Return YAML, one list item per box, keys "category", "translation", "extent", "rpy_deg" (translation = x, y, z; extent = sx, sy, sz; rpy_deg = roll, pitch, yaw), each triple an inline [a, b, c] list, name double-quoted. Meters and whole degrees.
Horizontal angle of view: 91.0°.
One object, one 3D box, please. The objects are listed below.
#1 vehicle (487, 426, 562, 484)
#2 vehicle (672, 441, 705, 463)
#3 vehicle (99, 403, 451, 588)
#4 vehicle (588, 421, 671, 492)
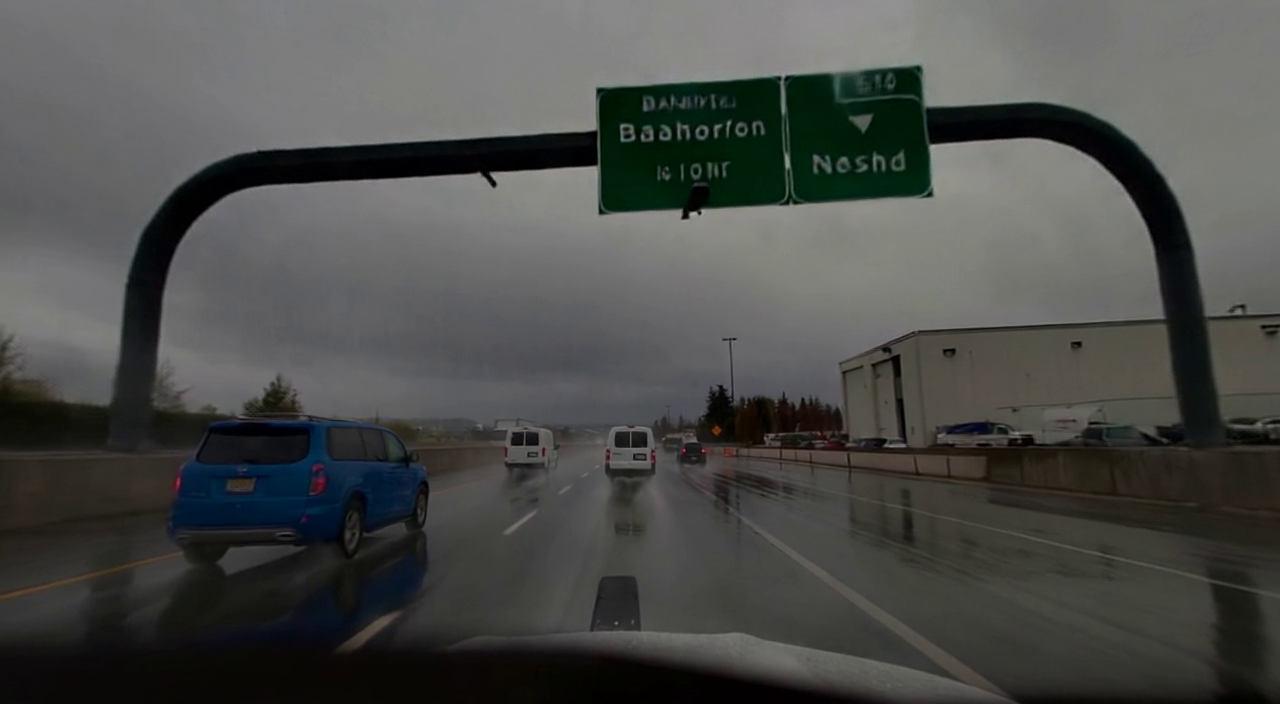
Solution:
- category: "vehicle"
  translation: [-4.169, 3.781, 23.445]
  extent: [2.038, 1.936, 4.300]
  rpy_deg: [0, -8, -1]
- category: "vehicle"
  translation: [3.503, 7.299, 46.219]
  extent: [1.999, 1.494, 3.833]
  rpy_deg: [0, -8, -2]
- category: "vehicle"
  translation: [-4.078, 1.648, 8.123]
  extent: [1.972, 1.703, 4.333]
  rpy_deg: [0, -8, -1]
- category: "vehicle"
  translation: [-0.337, 3.216, 19.741]
  extent: [2.304, 1.925, 4.282]
  rpy_deg: [0, -8, -1]
